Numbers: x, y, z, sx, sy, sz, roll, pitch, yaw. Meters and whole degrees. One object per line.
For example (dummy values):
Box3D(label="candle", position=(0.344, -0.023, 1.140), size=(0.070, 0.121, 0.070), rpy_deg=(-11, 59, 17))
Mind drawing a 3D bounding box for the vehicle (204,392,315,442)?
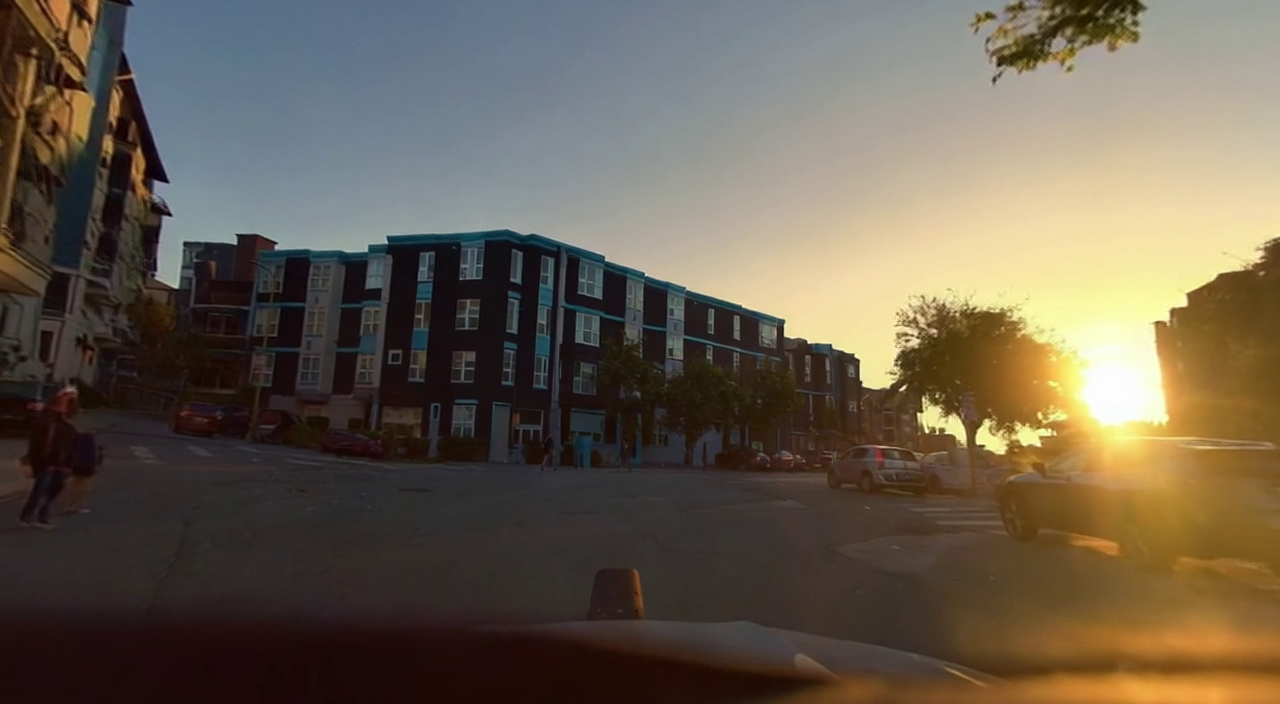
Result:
Box3D(label="vehicle", position=(-18.700, 3.208, 31.082), size=(4.598, 1.645, 2.019), rpy_deg=(8, -5, 20))

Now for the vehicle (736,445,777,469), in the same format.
Box3D(label="vehicle", position=(7.751, 7.021, 42.344), size=(1.901, 1.495, 4.340), rpy_deg=(0, -8, 0))

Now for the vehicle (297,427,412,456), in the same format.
Box3D(label="vehicle", position=(-13.577, 4.300, 30.314), size=(4.603, 1.335, 1.889), rpy_deg=(1, -9, -8))

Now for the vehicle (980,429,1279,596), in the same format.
Box3D(label="vehicle", position=(7.510, 2.118, 9.448), size=(2.181, 1.792, 5.066), rpy_deg=(0, -8, 2))

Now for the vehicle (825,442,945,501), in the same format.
Box3D(label="vehicle", position=(7.933, 3.873, 21.062), size=(1.917, 1.704, 4.840), rpy_deg=(0, -8, -2))

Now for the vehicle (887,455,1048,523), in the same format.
Box3D(label="vehicle", position=(7.823, 3.271, 15.613), size=(1.900, 1.368, 4.176), rpy_deg=(-1, -8, 3))

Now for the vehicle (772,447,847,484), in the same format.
Box3D(label="vehicle", position=(7.885, 5.298, 29.881), size=(2.122, 1.554, 4.777), rpy_deg=(0, -8, -1))

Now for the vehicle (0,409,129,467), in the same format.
Box3D(label="vehicle", position=(-16.512, 2.468, 17.980), size=(4.175, 1.436, 2.017), rpy_deg=(-7, -11, 37))
